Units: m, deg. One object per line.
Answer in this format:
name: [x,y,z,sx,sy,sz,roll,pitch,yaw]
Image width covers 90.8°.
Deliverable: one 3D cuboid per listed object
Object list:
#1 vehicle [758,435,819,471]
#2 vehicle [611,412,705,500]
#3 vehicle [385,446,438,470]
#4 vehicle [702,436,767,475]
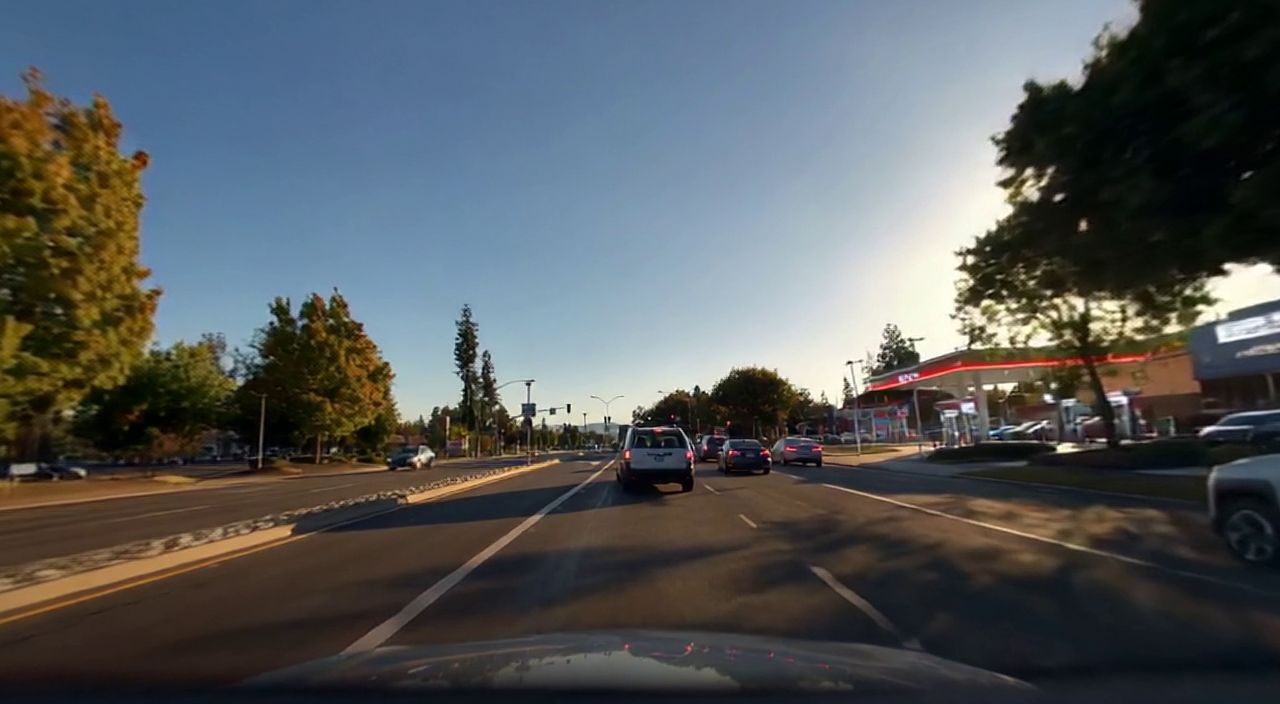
vehicle: [6.943,4.756,30.016,1.793,1.585,4.130,0,-8,-1]
vehicle: [0.285,2.632,16.342,2.038,1.917,4.900,0,-8,-3]
vehicle: [-15.502,7.165,43.040,1.914,1.496,4.361,0,-8,1]
vehicle: [3.827,4.270,26.287,1.940,1.474,4.234,0,-8,-2]
